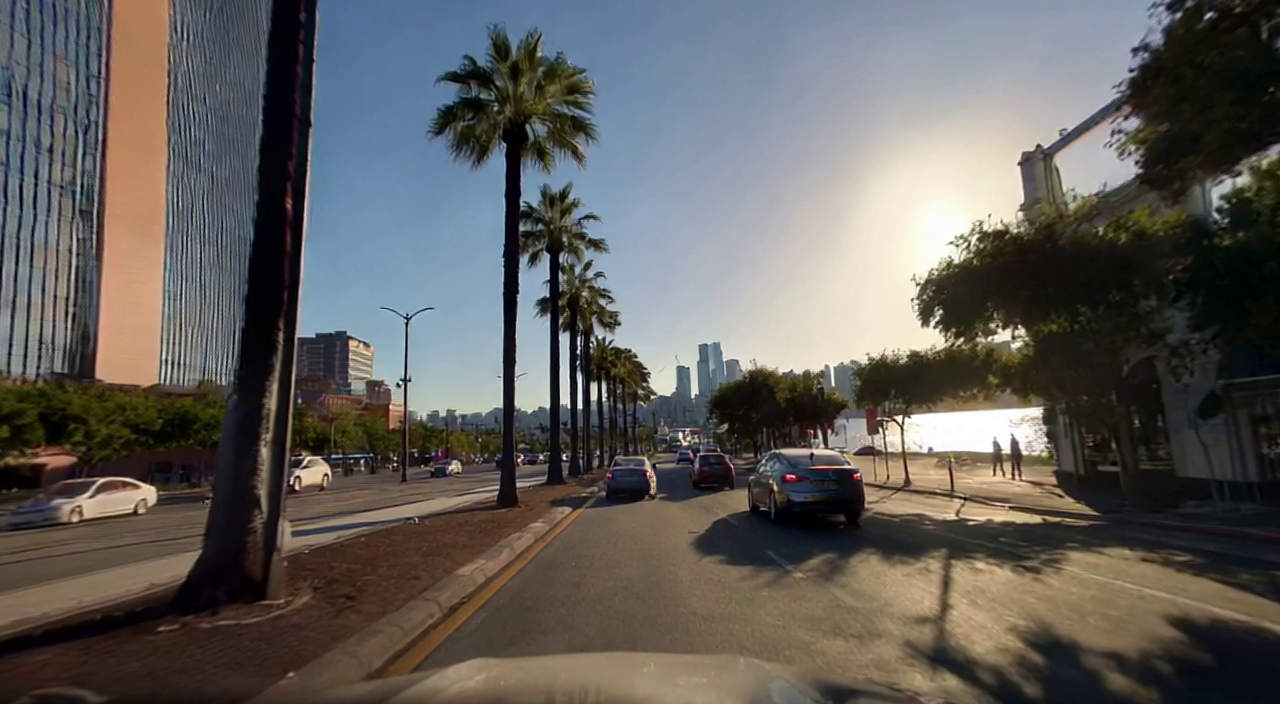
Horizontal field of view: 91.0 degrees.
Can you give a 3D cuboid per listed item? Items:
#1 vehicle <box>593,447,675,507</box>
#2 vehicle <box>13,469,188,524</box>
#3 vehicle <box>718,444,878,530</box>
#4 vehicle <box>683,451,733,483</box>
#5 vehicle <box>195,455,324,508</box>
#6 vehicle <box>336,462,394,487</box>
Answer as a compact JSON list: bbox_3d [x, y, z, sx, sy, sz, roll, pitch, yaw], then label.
[{"bbox_3d":[-0.120,3.460,17.899,2.077,1.518,3.760,0,-9,1],"label":"vehicle"},{"bbox_3d":[-17.877,4.784,21.227,1.910,1.473,4.499,0,-9,-1],"label":"vehicle"},{"bbox_3d":[3.146,2.788,13.783,2.051,1.509,4.933,0,-9,-2],"label":"vehicle"},{"bbox_3d":[3.351,5.734,31.672,2.115,1.500,3.524,0,-9,0],"label":"vehicle"},{"bbox_3d":[-14.674,4.979,24.706,2.104,1.802,4.852,0,-9,-1],"label":"vehicle"},{"bbox_3d":[-18.420,8.204,42.365,1.873,1.468,4.485,0,-9,0],"label":"vehicle"}]
